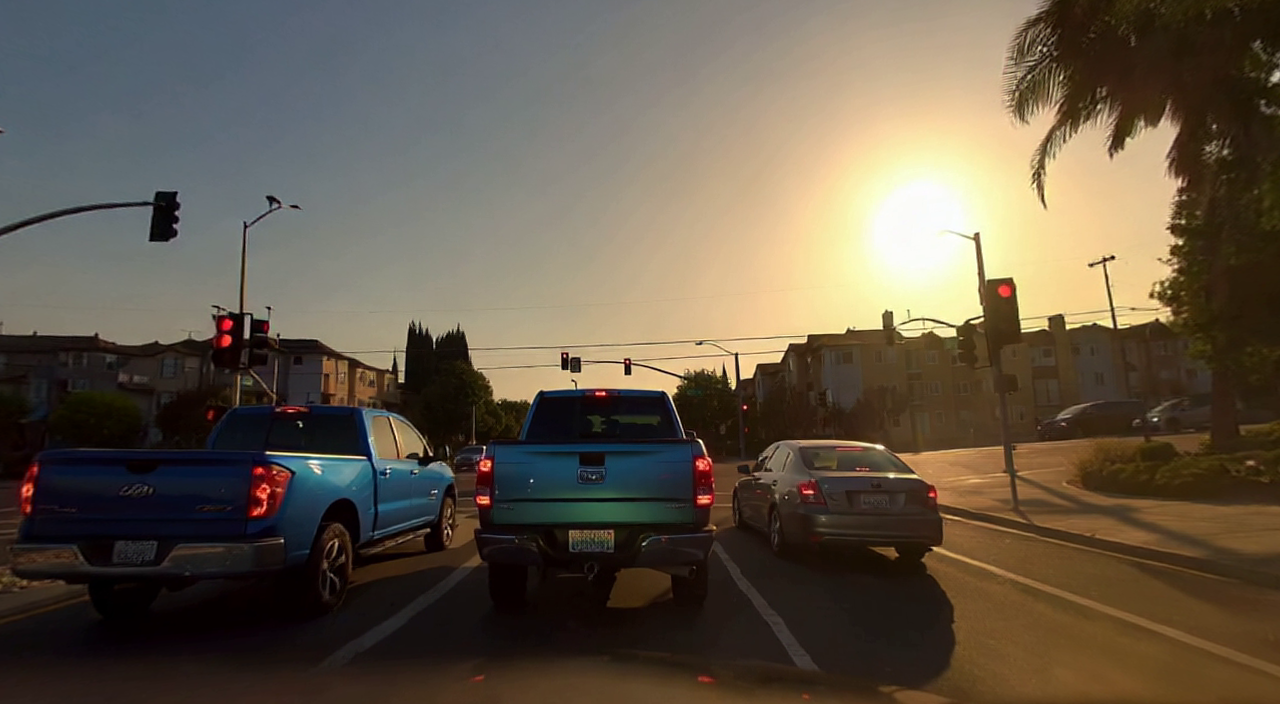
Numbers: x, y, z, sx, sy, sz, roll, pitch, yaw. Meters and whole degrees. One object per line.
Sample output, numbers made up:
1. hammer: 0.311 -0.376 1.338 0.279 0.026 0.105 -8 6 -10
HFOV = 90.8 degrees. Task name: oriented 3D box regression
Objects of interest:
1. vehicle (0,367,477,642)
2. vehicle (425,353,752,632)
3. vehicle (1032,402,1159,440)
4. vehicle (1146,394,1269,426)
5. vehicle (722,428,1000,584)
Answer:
1. vehicle: -3.453 1.392 6.866 2.146 1.828 5.148 0 -9 -2
2. vehicle: -0.391 1.310 6.747 2.282 1.964 4.421 0 -9 -1
3. vehicle: 23.316 3.586 32.485 4.721 1.866 2.188 0 -9 2
4. vehicle: 29.281 3.039 32.689 4.540 1.543 1.803 0 -9 0
5. vehicle: 2.414 1.812 8.309 2.016 1.481 4.336 0 -9 -1
